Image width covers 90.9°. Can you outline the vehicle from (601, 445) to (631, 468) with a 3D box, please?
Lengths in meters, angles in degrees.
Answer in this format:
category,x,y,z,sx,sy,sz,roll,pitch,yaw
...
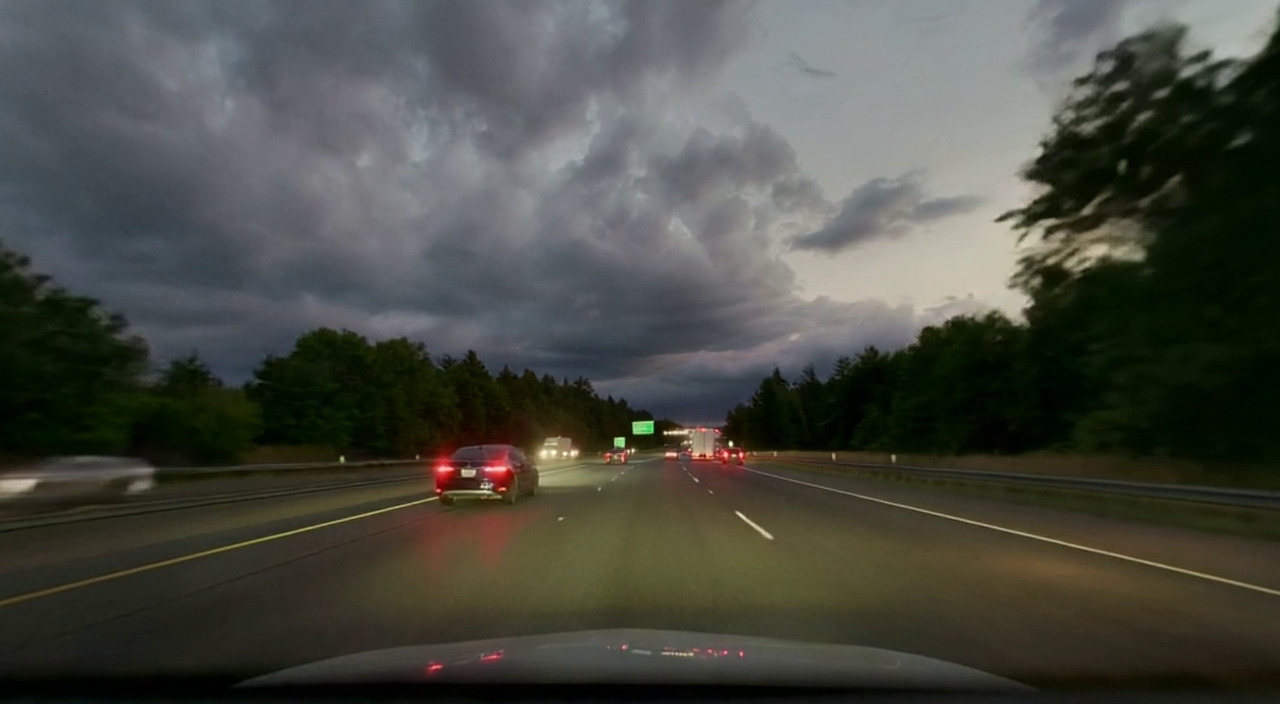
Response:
category,x,y,z,sx,sy,sz,roll,pitch,yaw
vehicle,-1.815,8.137,49.156,2.017,1.683,4.309,-1,-9,3

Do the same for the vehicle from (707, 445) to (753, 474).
category,x,y,z,sx,sy,sz,roll,pitch,yaw
vehicle,5.199,6.287,36.922,2.176,1.598,3.878,0,-9,1

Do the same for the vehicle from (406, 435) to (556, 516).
category,x,y,z,sx,sy,sz,roll,pitch,yaw
vehicle,-3.366,2.741,14.505,2.085,1.530,4.809,0,-9,2
